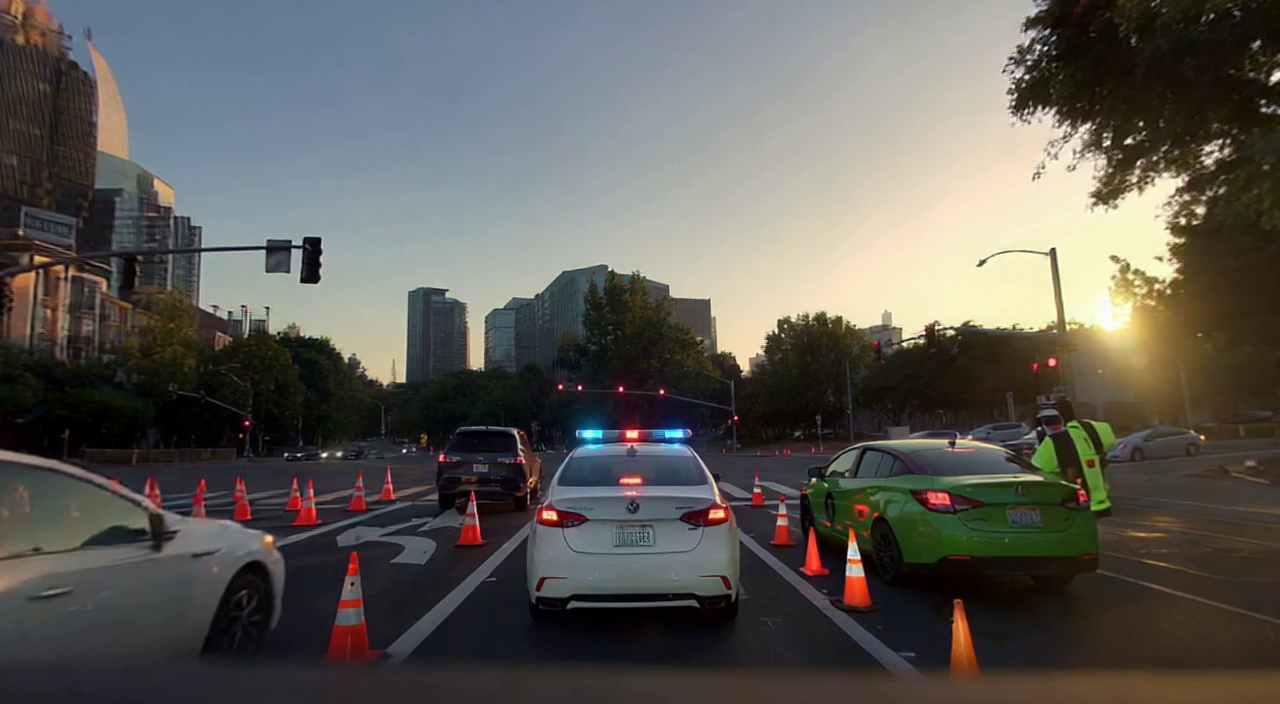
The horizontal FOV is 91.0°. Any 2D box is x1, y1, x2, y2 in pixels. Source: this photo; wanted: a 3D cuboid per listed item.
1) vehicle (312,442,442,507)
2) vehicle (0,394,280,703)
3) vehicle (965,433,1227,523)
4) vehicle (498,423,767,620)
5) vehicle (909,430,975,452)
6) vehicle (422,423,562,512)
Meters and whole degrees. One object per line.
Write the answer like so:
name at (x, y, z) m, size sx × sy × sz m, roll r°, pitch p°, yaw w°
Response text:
vehicle at (-6.530, 3.043, 16.059) m, size 1.825 × 1.460 × 3.365 m, roll 0°, pitch -9°, yaw 0°
vehicle at (-3.637, 0.949, 2.633) m, size 1.863 × 1.526 × 4.006 m, roll 0°, pitch -9°, yaw 0°
vehicle at (9.350, 2.587, 13.578) m, size 1.957 × 1.576 × 4.670 m, roll 0°, pitch -9°, yaw -3°
vehicle at (-0.114, 1.627, 7.066) m, size 2.061 × 1.486 × 4.332 m, roll 0°, pitch -8°, yaw -2°
vehicle at (23.766, 7.020, 49.630) m, size 4.211 × 1.659 × 1.983 m, roll 0°, pitch -9°, yaw 0°
vehicle at (-3.307, 2.706, 15.211) m, size 2.096 × 1.789 × 4.719 m, roll 0°, pitch -9°, yaw 2°
